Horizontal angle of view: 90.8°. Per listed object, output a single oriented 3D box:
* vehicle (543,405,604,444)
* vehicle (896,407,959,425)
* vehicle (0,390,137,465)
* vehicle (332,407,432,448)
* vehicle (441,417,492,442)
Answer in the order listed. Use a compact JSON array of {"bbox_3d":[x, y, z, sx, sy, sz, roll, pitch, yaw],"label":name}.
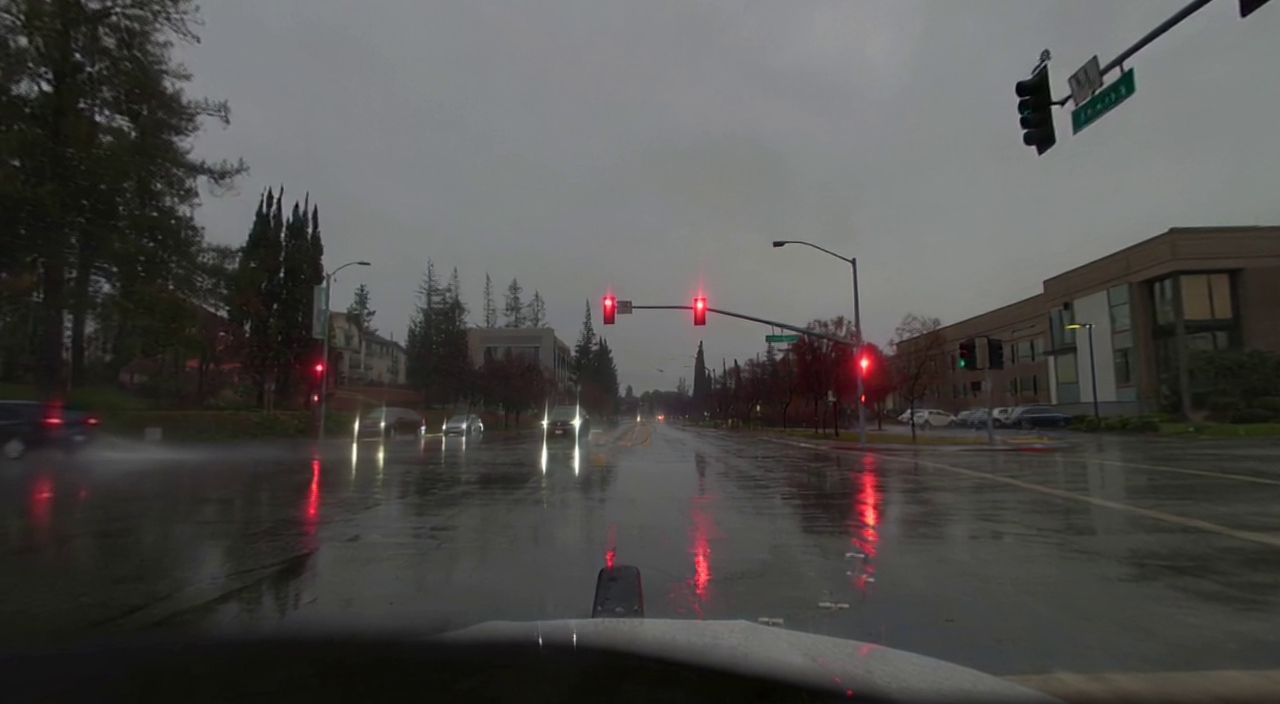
[{"bbox_3d":[-3.446,3.980,33.873,2.306,1.907,5.382,-1,-8,4],"label":"vehicle"},{"bbox_3d":[22.003,4.933,48.440,3.933,1.219,1.700,-1,-9,3],"label":"vehicle"},{"bbox_3d":[-17.201,2.068,17.067,5.383,1.870,2.203,-1,-9,3],"label":"vehicle"},{"bbox_3d":[-12.713,3.848,31.595,2.340,1.902,4.920,-2,-9,9],"label":"vehicle"},{"bbox_3d":[-11.235,5.116,41.164,1.899,1.510,4.294,-1,-8,3],"label":"vehicle"}]
